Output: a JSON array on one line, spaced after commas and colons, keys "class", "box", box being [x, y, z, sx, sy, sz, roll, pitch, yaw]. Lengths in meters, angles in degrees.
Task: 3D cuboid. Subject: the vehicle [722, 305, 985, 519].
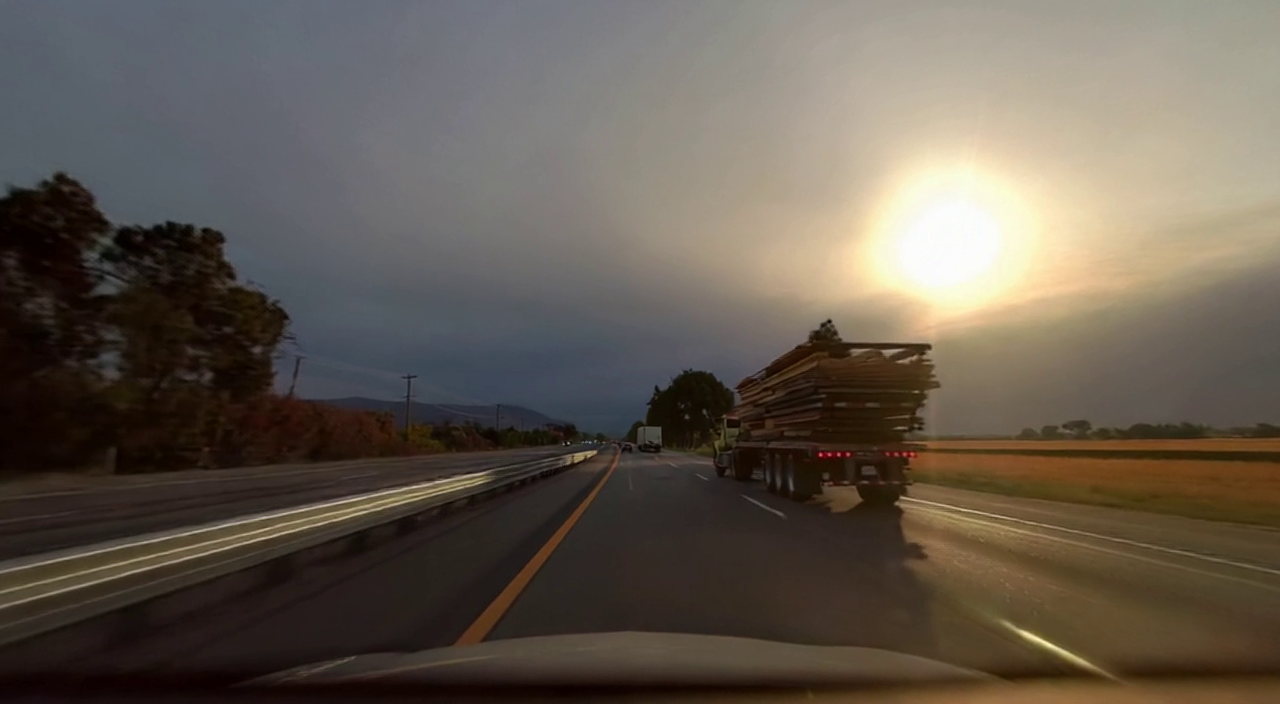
[{"class": "vehicle", "box": [4.866, 2.122, 18.754, 2.914, 4.000, 14.078, 0, -9, 0]}]
